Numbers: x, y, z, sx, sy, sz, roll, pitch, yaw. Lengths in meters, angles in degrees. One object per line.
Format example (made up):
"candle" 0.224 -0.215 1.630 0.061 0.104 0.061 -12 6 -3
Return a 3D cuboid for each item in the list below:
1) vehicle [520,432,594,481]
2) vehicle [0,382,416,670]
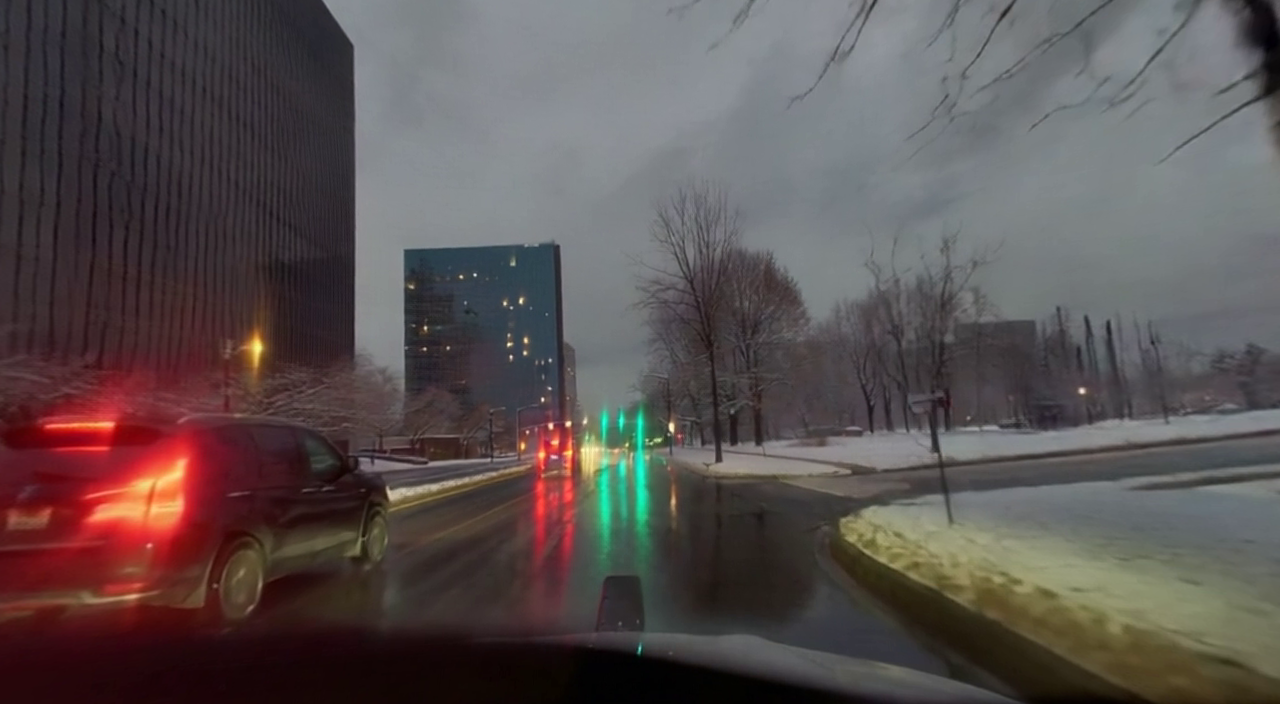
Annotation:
"vehicle" -3.408 4.439 26.967 2.384 1.849 5.009 0 -9 1
"vehicle" -4.181 1.401 6.210 2.169 1.741 4.588 0 -9 1
